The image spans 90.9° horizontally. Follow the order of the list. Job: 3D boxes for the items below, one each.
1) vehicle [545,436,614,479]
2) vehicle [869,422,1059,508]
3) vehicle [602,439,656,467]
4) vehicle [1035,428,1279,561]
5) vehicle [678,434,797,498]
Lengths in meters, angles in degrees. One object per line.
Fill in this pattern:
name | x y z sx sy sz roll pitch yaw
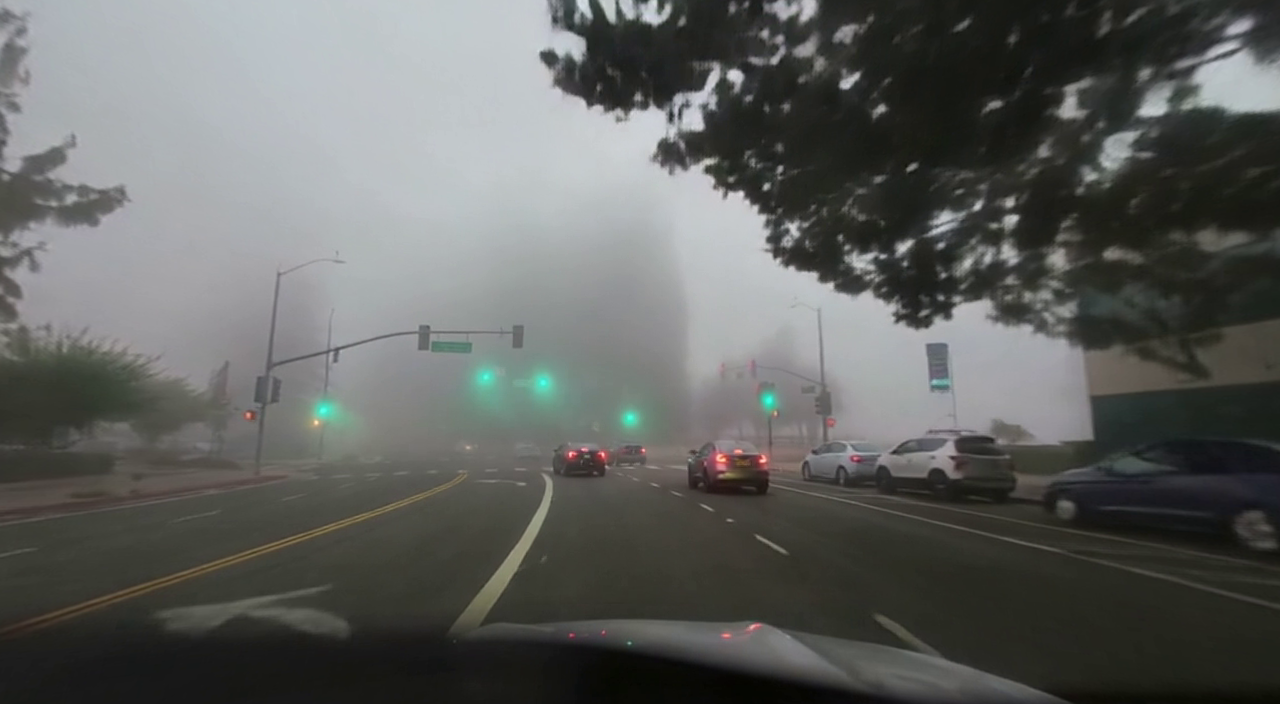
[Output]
vehicle | -2.566 4.232 25.557 2.308 1.535 4.811 2 -9 -11
vehicle | 7.067 2.492 14.339 1.825 1.646 4.070 1 -8 -6
vehicle | -0.700 5.584 35.033 1.957 1.463 4.701 2 -9 -14
vehicle | 7.781 1.766 8.336 1.903 1.432 4.514 1 -8 -5
vehicle | 2.447 3.010 17.107 1.984 1.476 4.488 1 -8 -8
